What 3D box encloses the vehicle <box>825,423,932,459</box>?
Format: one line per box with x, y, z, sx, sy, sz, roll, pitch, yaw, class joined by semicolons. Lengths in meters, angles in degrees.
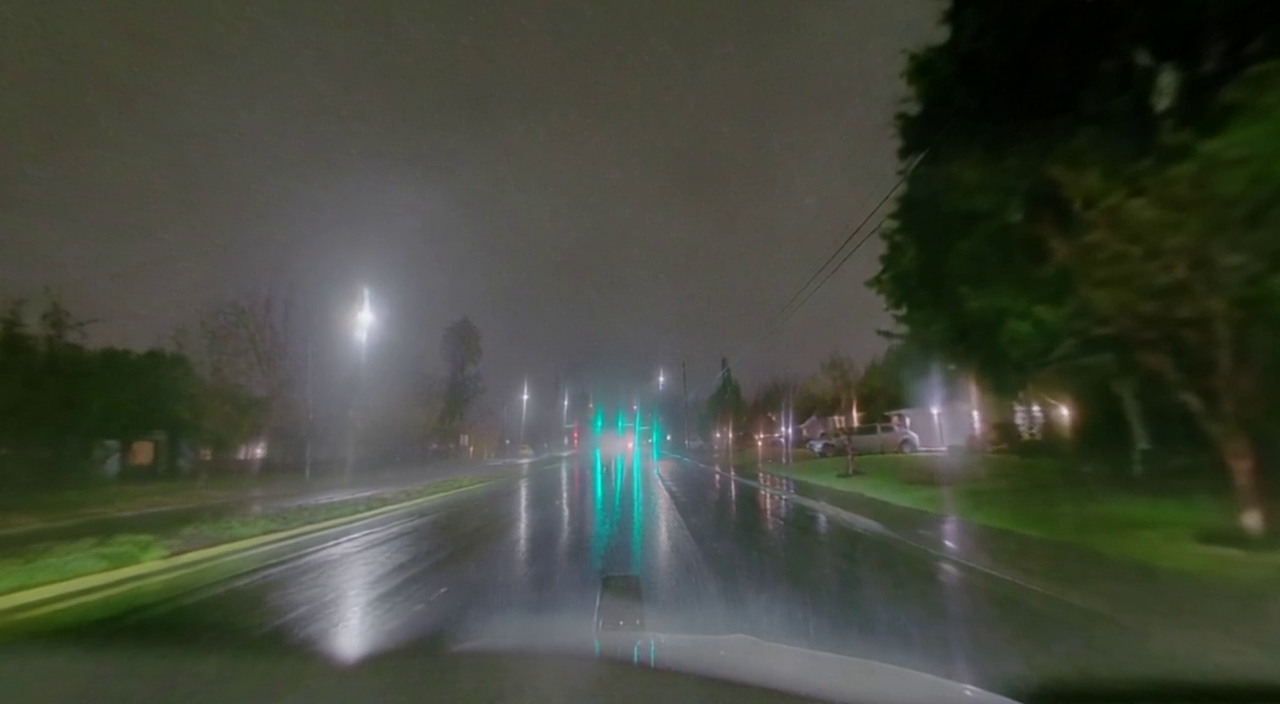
11.785;4.440;31.469;4.545;1.680;2.001;-1;-8;4;vehicle
